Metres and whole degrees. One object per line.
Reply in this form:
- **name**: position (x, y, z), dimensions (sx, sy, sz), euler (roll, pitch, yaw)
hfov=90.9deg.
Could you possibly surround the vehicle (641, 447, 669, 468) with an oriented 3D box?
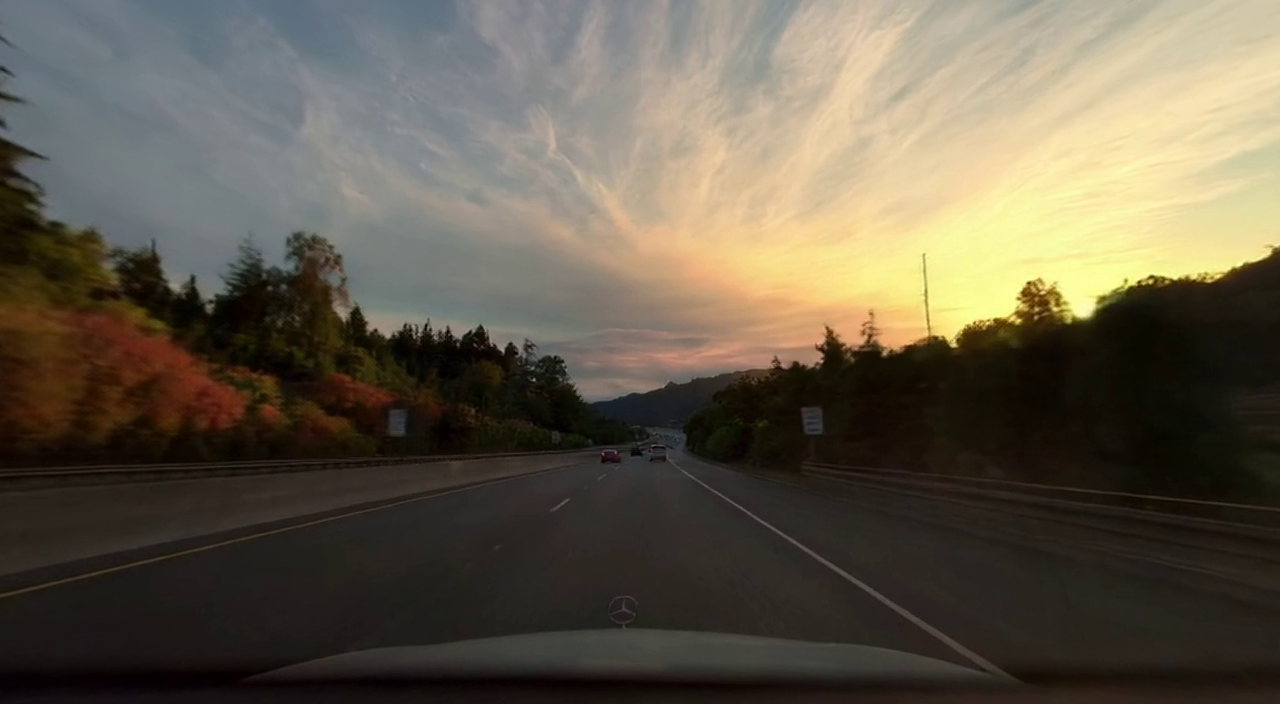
- **vehicle**: position (1.066, 7.724, 46.221), dimensions (1.934, 1.488, 3.832), euler (0, -9, 0)
